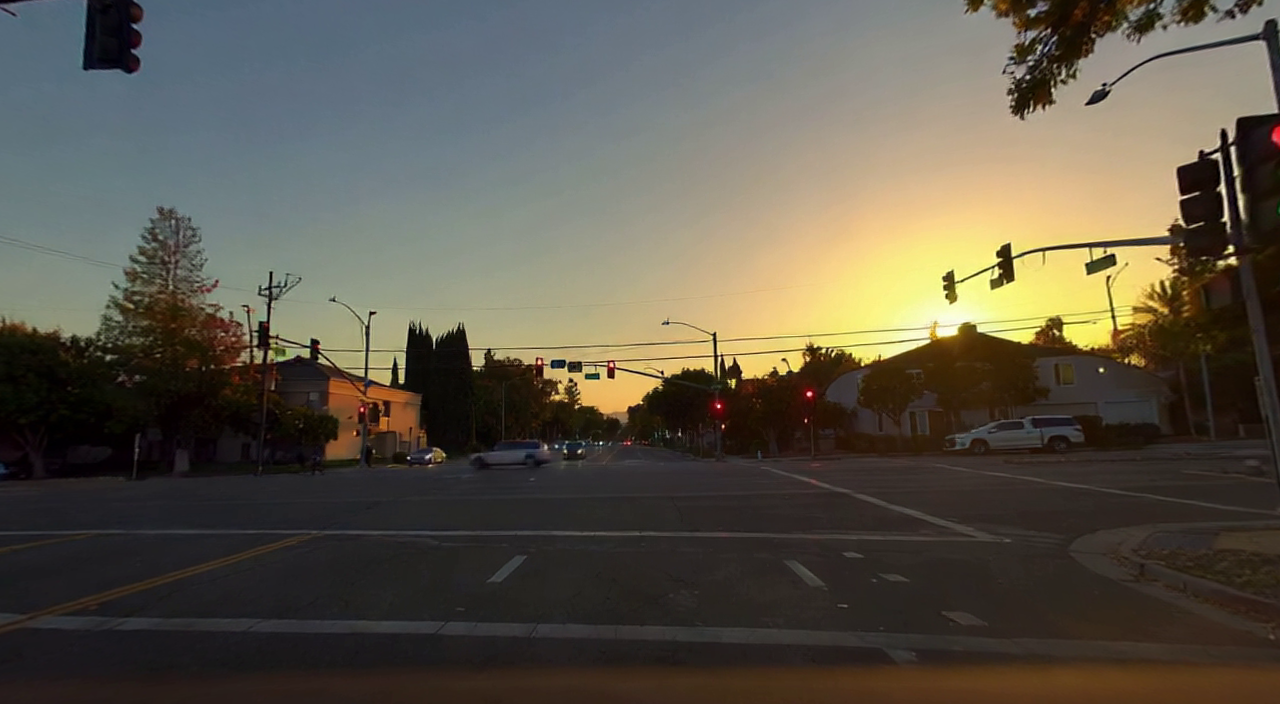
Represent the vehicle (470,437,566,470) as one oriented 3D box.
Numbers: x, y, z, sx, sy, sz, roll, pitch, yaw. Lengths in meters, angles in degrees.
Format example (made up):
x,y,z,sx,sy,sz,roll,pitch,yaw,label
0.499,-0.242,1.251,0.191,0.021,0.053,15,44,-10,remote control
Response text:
x,y,z,sx,sy,sz,roll,pitch,yaw,label
-6.532,5.478,34.125,4.706,1.710,1.932,-1,-8,4,vehicle
